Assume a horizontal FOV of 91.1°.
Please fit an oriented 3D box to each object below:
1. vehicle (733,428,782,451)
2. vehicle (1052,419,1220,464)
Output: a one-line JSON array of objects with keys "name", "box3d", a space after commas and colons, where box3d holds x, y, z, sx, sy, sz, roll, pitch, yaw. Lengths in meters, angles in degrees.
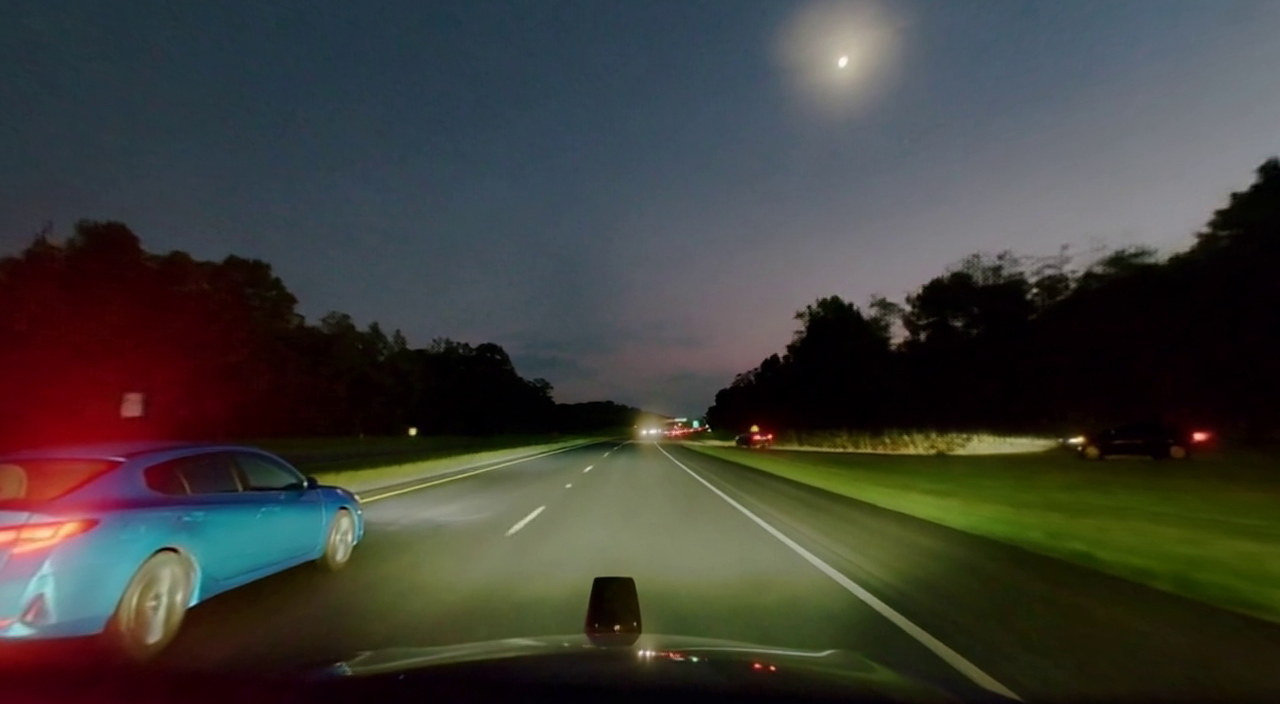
[{"name": "vehicle", "box3d": [8.210, 6.135, 44.200, 1.765, 1.510, 3.762, 3, -8, -17]}, {"name": "vehicle", "box3d": [18.345, 3.326, 23.473, 1.992, 1.486, 4.406, 5, -9, -31]}]
